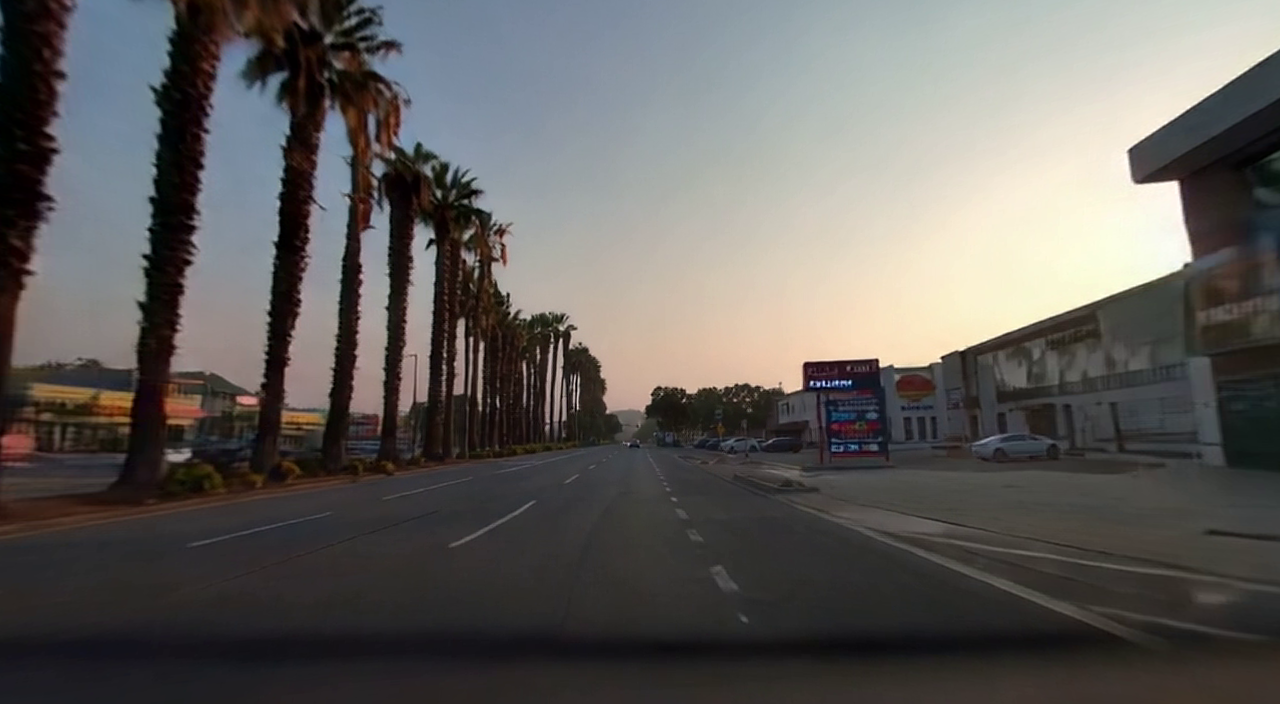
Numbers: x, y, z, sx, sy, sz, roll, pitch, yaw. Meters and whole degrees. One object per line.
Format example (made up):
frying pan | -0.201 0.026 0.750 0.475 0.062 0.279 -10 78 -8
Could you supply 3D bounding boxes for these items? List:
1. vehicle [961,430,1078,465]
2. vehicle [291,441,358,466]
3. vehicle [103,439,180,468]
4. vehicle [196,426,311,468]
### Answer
vehicle | 19.253 4.863 32.182 4.552 1.649 2.187 0 -8 -4
vehicle | -19.971 6.449 40.240 1.919 1.476 4.738 0 -9 -2
vehicle | -36.084 7.345 45.753 4.042 1.413 1.826 -7 -5 -2
vehicle | -16.477 4.101 27.271 2.013 1.658 4.697 0 -8 -1
